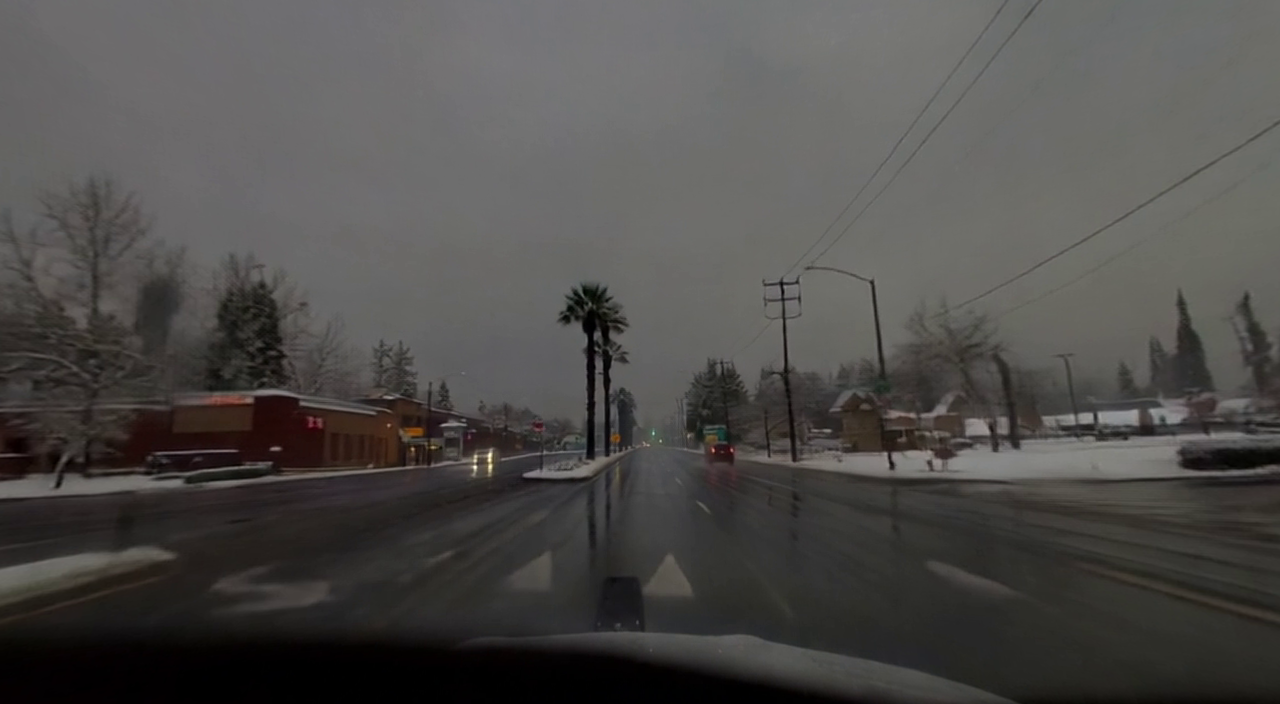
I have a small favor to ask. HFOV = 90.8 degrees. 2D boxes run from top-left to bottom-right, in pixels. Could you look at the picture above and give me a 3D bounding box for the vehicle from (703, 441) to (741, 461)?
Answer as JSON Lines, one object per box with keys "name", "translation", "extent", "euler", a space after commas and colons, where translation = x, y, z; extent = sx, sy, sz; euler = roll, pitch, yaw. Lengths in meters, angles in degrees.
{"name": "vehicle", "translation": [6.407, 7.825, 49.943], "extent": [2.261, 1.479, 4.403], "euler": [0, -9, -2]}
